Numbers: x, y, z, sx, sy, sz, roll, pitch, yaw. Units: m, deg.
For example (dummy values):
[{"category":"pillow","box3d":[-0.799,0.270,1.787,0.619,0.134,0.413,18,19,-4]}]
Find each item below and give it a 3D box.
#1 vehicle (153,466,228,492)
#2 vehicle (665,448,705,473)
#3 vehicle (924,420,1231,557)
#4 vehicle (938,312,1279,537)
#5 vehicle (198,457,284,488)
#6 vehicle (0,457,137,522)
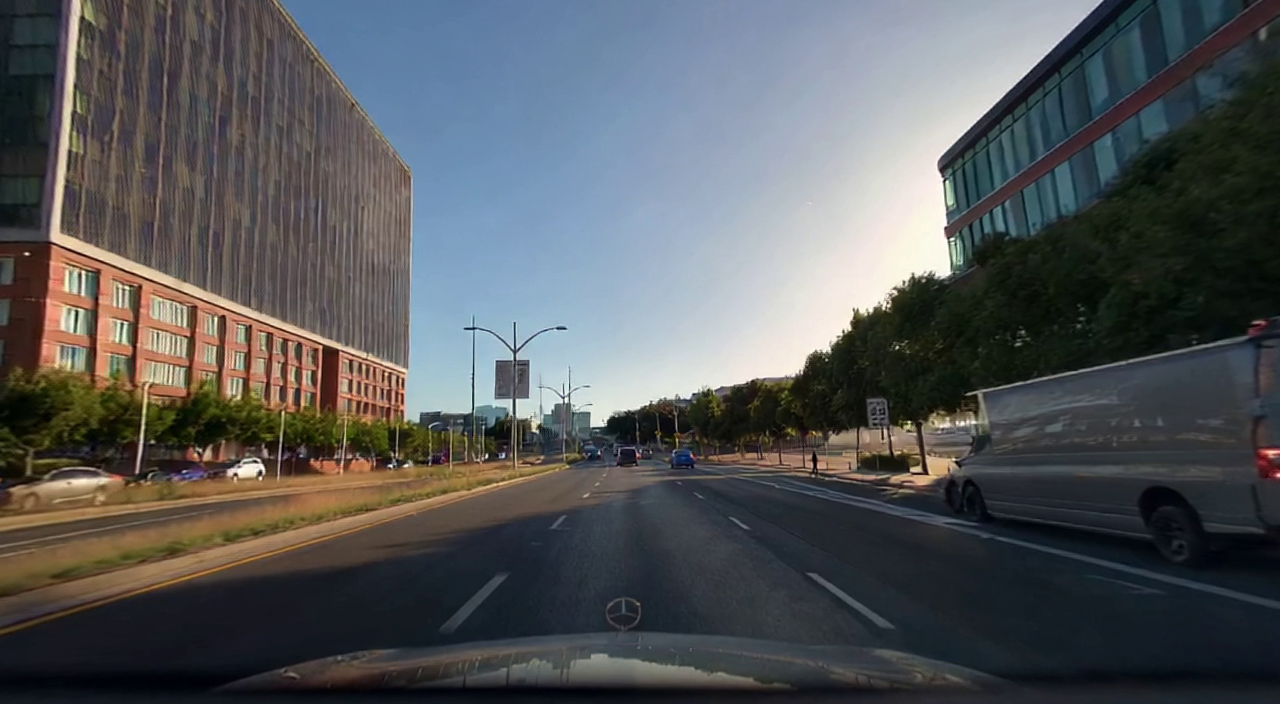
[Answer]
[{"category":"vehicle","box3d":[-29.658,8.383,41.869,1.742,1.473,4.529,0,-8,-2]},{"category":"vehicle","box3d":[2.894,7.108,41.524,2.090,1.506,4.382,0,-8,-3]},{"category":"vehicle","box3d":[6.667,2.091,10.455,2.017,1.743,4.453,-1,-8,3]},{"category":"vehicle","box3d":[12.169,1.874,15.572,3.113,3.594,14.349,-5,-9,2]},{"category":"vehicle","box3d":[-29.767,8.972,47.496,2.474,1.971,6.358,0,-8,-2]},{"category":"vehicle","box3d":[-19.120,4.339,20.425,2.007,1.735,4.384,-1,-8,1]}]
